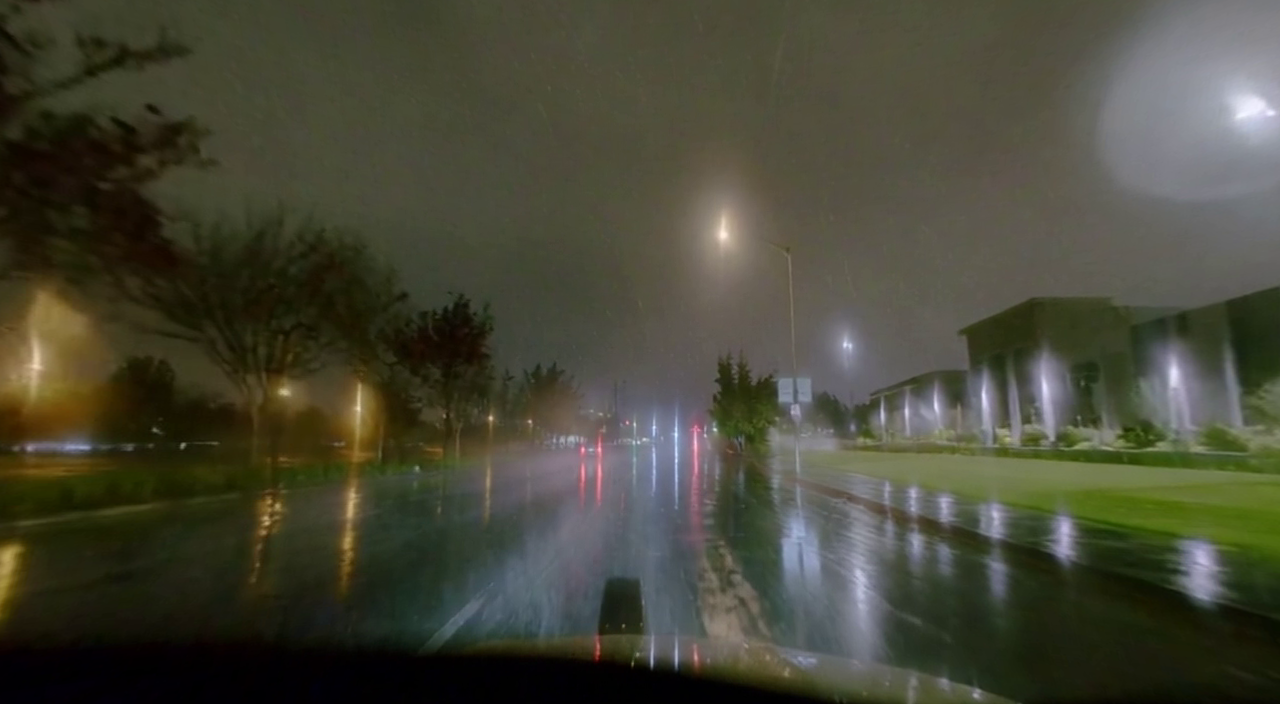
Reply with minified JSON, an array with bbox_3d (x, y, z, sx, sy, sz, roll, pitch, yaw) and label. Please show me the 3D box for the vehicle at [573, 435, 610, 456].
[{"bbox_3d":[-3.570,6.970,47.051,1.945,1.461,4.605,-1,-8,6],"label":"vehicle"}]
